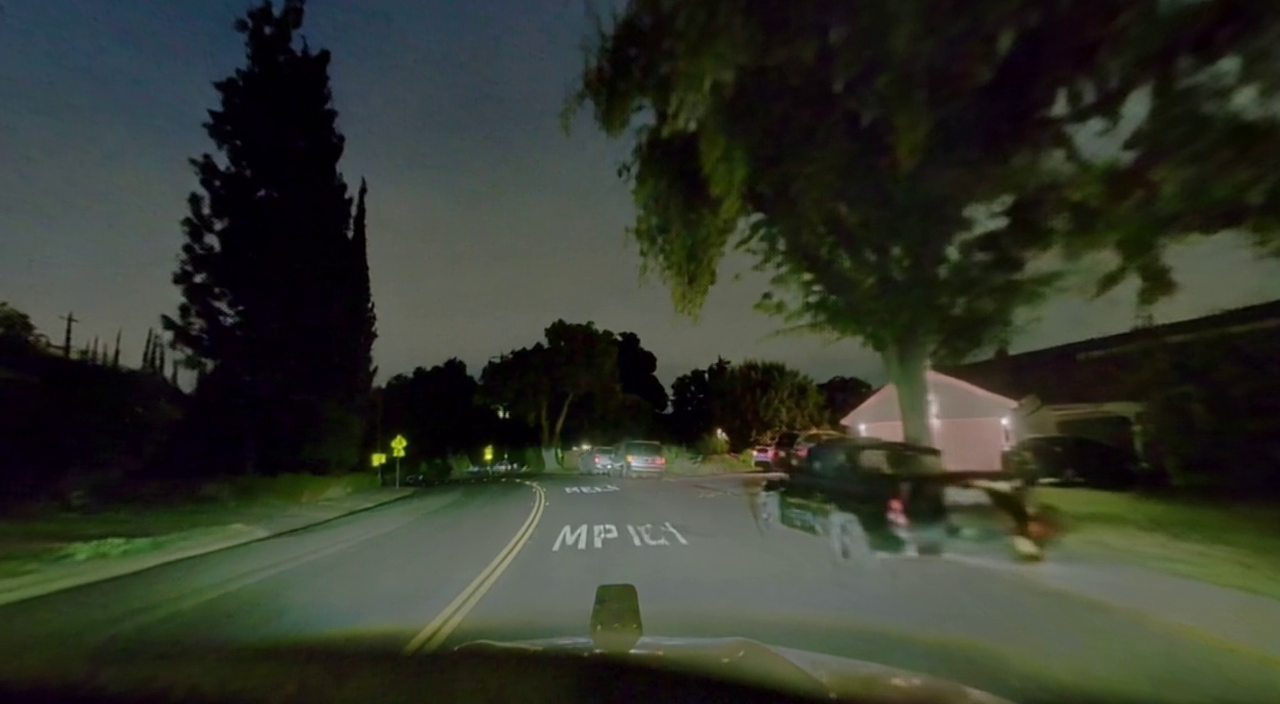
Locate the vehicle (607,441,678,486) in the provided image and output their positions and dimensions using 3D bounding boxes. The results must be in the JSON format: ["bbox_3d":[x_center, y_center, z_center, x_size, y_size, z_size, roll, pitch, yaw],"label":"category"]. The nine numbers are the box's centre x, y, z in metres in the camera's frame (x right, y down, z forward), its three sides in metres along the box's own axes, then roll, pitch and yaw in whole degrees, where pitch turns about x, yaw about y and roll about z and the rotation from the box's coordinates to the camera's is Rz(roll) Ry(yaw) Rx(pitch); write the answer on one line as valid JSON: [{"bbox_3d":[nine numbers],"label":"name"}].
[{"bbox_3d":[-0.020,4.570,26.369,1.965,1.663,4.744,2,-9,-13],"label":"vehicle"}]

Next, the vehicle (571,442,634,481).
[{"bbox_3d":[-2.116,5.754,33.623,2.180,1.849,5.423,2,-9,-16],"label":"vehicle"}]

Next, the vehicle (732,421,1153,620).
[{"bbox_3d":[2.729,1.660,7.437,2.181,1.494,5.023,0,-8,-4],"label":"vehicle"}]
